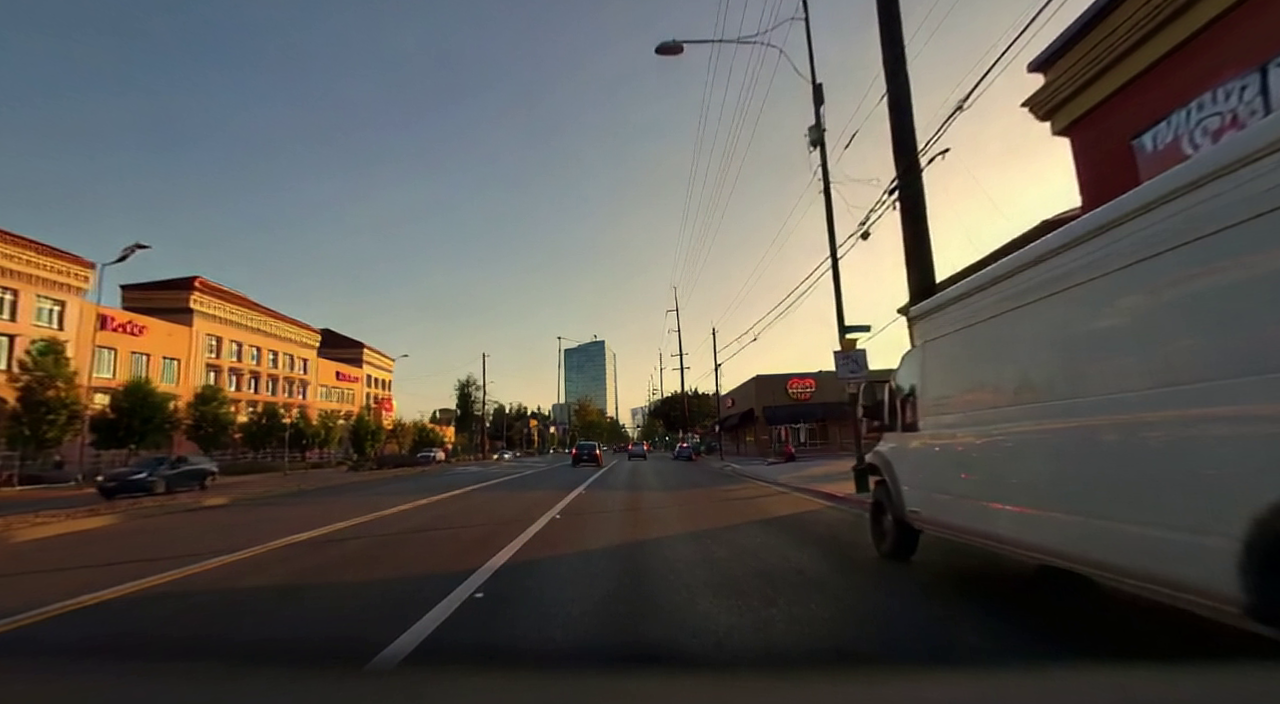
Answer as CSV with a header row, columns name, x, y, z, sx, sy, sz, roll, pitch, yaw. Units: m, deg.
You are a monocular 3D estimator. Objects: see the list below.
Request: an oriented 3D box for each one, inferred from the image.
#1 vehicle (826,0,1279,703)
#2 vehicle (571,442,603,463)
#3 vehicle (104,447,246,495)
name,x,y,z,sx,sy,sz,roll,pitch,yaw
vehicle,3.874,0.300,3.958,3.089,3.207,7.611,0,-9,0
vehicle,-3.937,7.624,47.901,2.179,1.490,4.742,0,-9,-2
vehicle,-18.511,4.715,25.514,2.144,1.725,4.716,0,-9,0
